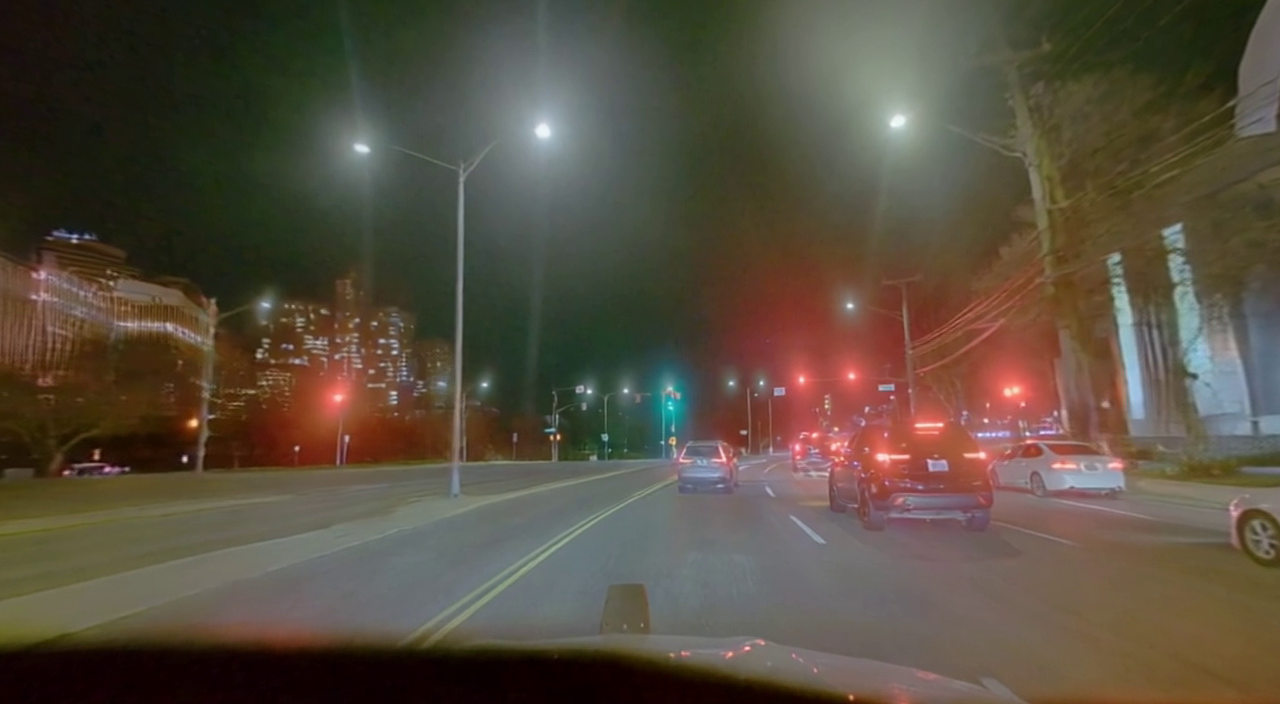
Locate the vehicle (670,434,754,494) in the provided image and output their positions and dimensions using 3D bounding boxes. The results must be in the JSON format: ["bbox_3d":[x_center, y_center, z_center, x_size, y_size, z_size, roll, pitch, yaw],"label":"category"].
[{"bbox_3d":[2.179,3.232,18.529,2.168,1.527,4.174,-1,-9,8],"label":"vehicle"}]

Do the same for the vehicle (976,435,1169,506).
[{"bbox_3d":[10.204,2.808,15.410,1.882,1.463,4.543,-1,-9,6],"label":"vehicle"}]

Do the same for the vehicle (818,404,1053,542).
[{"bbox_3d":[4.630,1.980,10.907,2.119,1.810,4.848,-1,-9,6],"label":"vehicle"}]

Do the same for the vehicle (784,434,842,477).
[{"bbox_3d":[7.036,4.227,25.967,1.896,1.612,4.203,-2,-9,10],"label":"vehicle"}]
